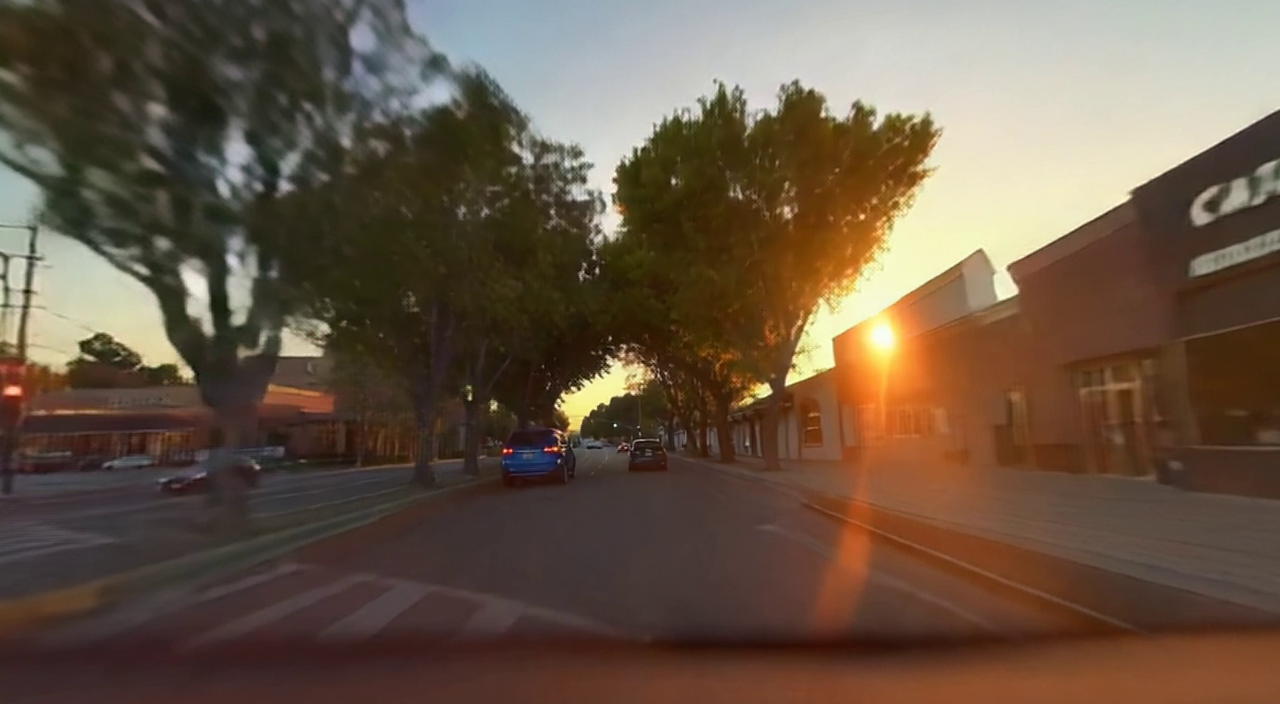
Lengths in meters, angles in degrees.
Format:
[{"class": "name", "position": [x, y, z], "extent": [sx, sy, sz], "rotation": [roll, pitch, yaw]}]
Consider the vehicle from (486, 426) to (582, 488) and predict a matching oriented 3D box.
[{"class": "vehicle", "position": [-3.346, 3.468, 21.146], "extent": [2.464, 1.777, 5.128], "rotation": [0, -9, -2]}]

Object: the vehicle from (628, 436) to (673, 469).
[{"class": "vehicle", "position": [0.469, 4.943, 31.242], "extent": [2.103, 1.487, 4.101], "rotation": [0, -9, -1]}]

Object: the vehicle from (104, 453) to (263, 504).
[{"class": "vehicle", "position": [-15.846, 4.384, 22.359], "extent": [1.912, 1.432, 5.070], "rotation": [-3, -9, 0]}]
